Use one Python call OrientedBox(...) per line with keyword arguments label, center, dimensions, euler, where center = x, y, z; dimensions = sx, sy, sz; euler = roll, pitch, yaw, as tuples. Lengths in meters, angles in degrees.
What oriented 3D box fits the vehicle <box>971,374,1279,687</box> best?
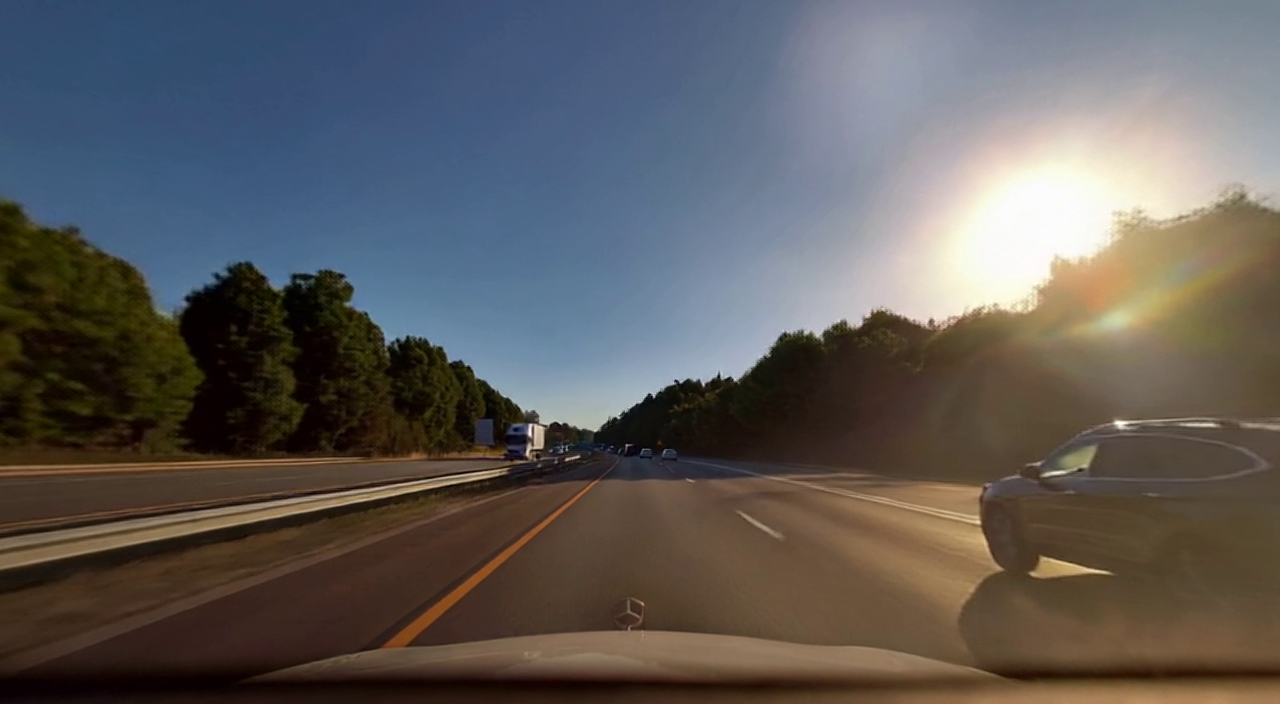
OrientedBox(label="vehicle", center=(4.407, 1.085, 4.234), dimensions=(1.933, 1.663, 4.440), euler=(0, -9, 0))
